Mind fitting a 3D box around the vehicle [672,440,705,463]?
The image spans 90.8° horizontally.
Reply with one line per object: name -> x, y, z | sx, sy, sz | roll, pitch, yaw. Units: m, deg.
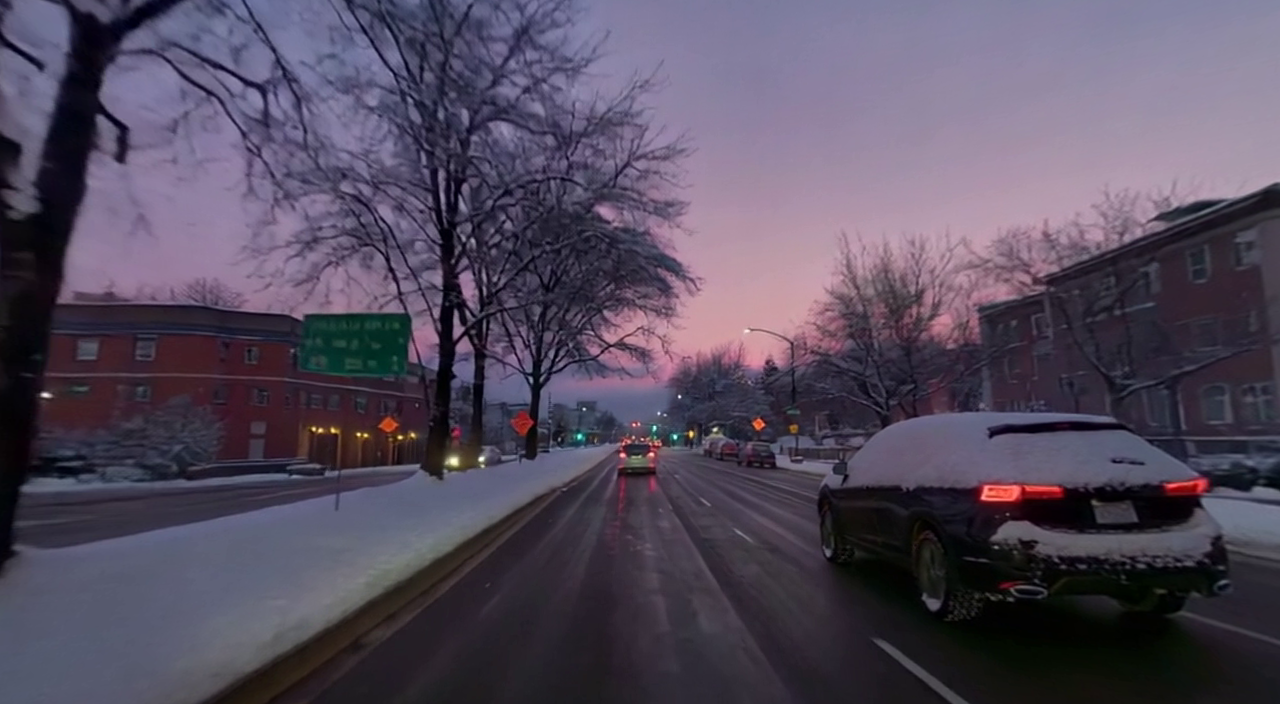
vehicle -> 3.360, 7.002, 44.587 | 1.910, 1.474, 4.003 | 0, -9, -1

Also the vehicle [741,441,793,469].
vehicle -> 7.339, 5.972, 36.890 | 1.936, 1.516, 4.579 | 0, -9, -2

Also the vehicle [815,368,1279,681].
vehicle -> 3.126, 1.248, 5.586 | 1.949, 1.723, 4.020 | 0, -9, 0

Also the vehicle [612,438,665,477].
vehicle -> -0.096, 4.282, 25.822 | 2.006, 1.487, 3.535 | 0, -9, -1
